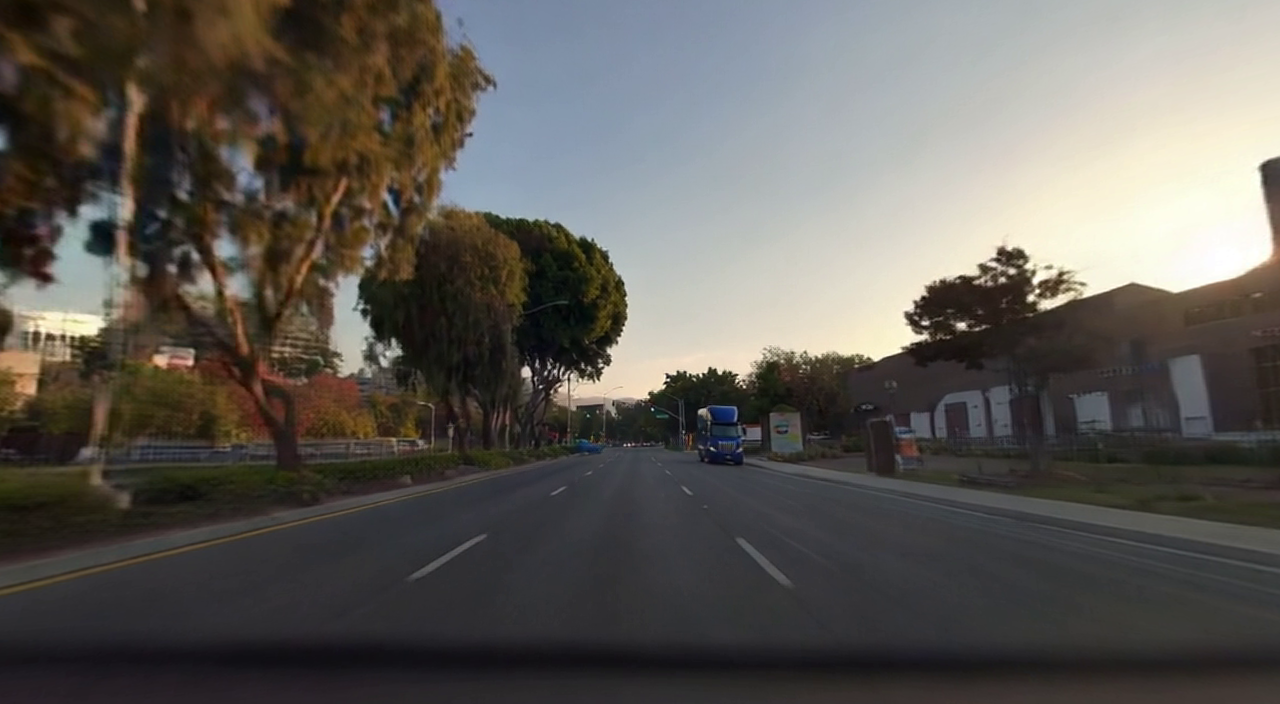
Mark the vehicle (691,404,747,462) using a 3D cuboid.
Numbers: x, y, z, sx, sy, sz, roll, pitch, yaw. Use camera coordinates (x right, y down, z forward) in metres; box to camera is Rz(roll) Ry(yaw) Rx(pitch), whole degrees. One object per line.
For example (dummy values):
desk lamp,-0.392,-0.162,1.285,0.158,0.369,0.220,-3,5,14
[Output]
vehicle,5.999,6.441,49.383,2.981,4.106,8.794,0,-9,-2
